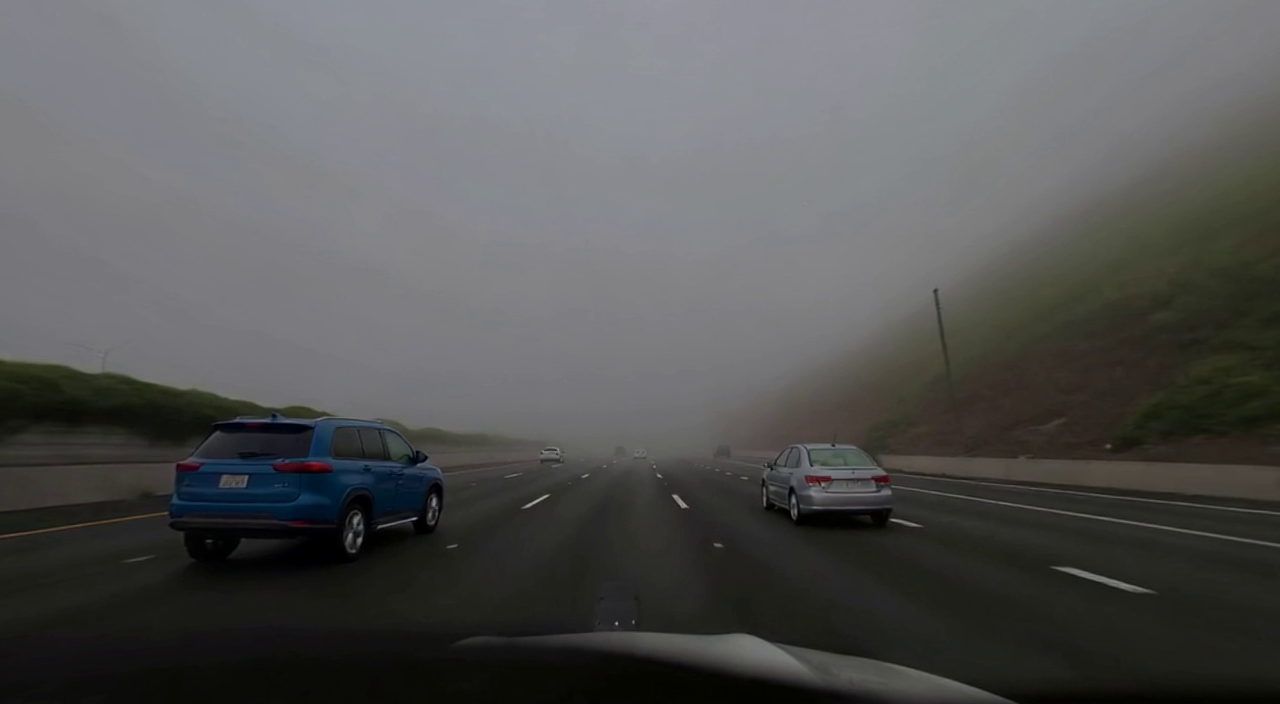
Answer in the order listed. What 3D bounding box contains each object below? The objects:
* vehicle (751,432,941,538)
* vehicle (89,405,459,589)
[{"bbox_3d":[3.326,2.228,11.228,1.847,1.493,4.303,0,-9,-1],"label":"vehicle"},{"bbox_3d":[-4.110,1.715,8.334,2.047,1.715,4.689,0,-9,0],"label":"vehicle"}]
